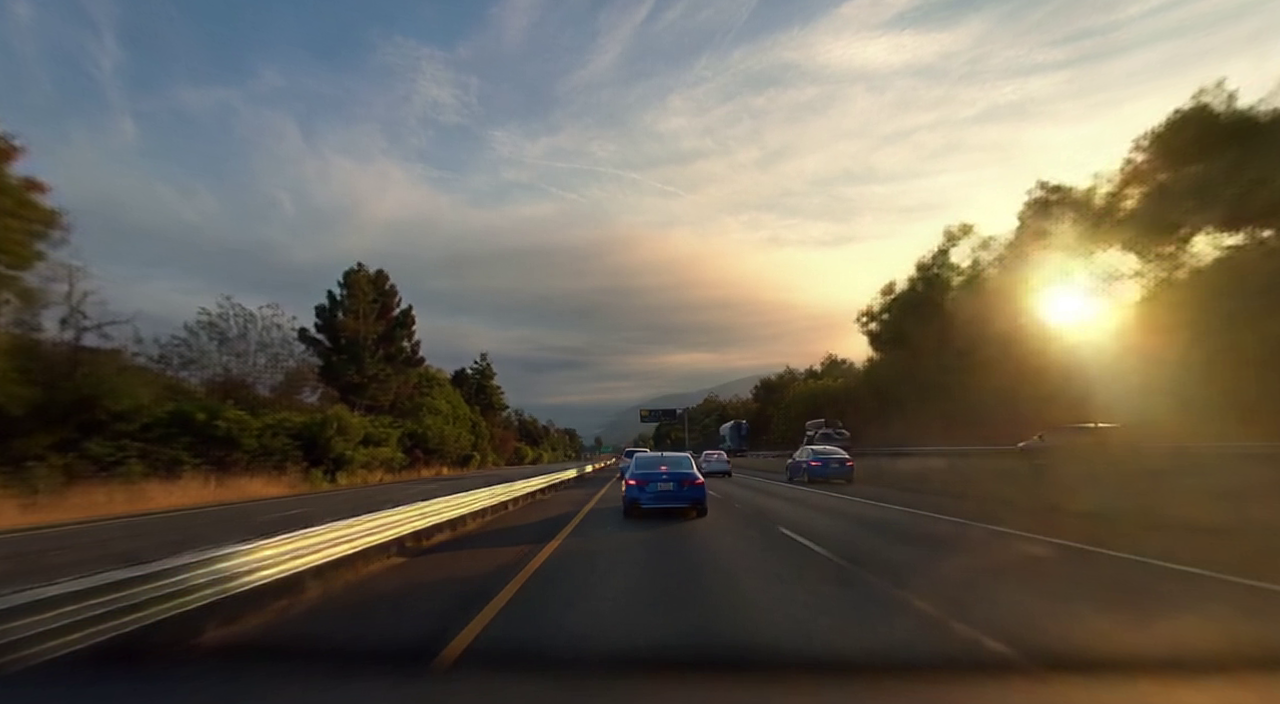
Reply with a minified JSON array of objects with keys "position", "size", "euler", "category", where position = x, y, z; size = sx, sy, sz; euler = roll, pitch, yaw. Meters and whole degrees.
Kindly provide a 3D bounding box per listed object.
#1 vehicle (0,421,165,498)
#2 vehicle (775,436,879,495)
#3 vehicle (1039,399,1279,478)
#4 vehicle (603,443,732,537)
[{"position":[-33.472,6.448,38.398],"size":[2.902,3.981,7.819],"euler":[-3,-8,0],"category":"vehicle"},{"position":[6.379,3.936,22.167],"size":[2.177,1.827,4.565],"euler":[0,-9,-1],"category":"vehicle"},{"position":[31.592,5.530,39.248],"size":[2.822,3.996,14.073],"euler":[1,-9,-7],"category":"vehicle"},{"position":[0.423,2.535,12.126],"size":[2.076,1.485,3.774],"euler":[0,-9,-1],"category":"vehicle"}]
